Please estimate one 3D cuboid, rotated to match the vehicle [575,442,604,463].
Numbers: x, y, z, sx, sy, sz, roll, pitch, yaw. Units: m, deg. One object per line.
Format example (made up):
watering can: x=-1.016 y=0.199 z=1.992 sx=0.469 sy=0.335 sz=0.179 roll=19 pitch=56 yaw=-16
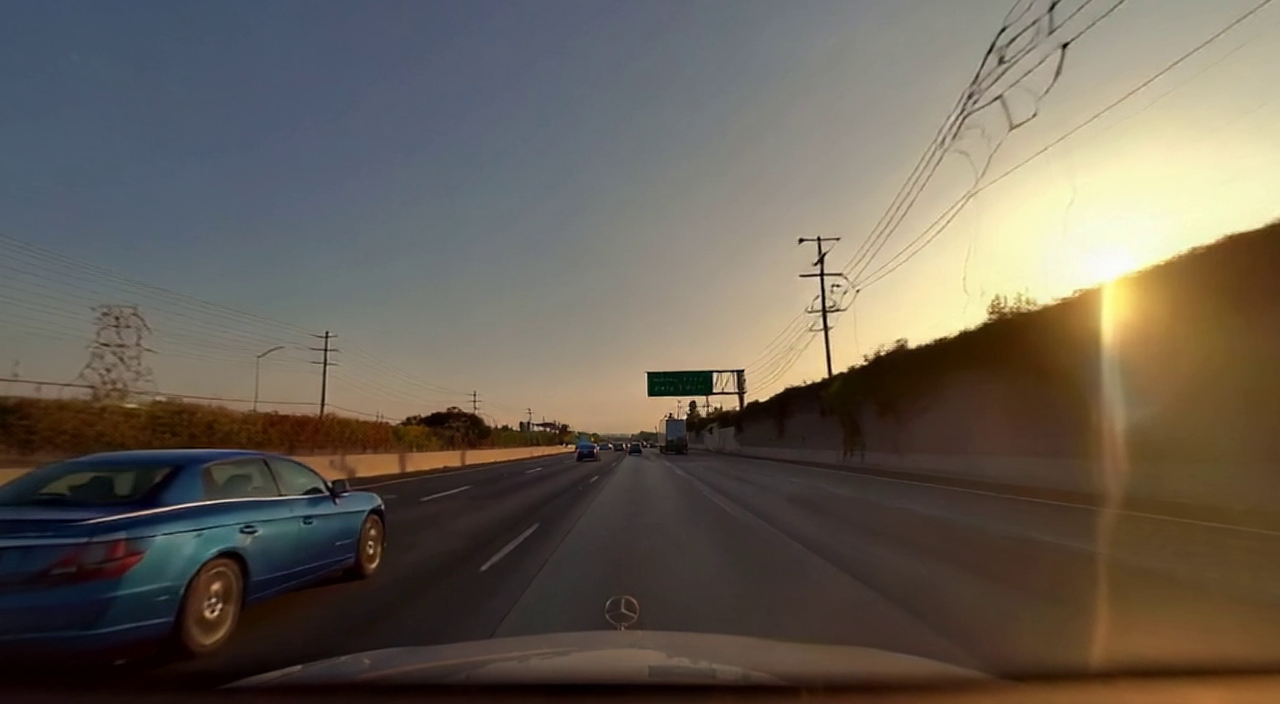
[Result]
vehicle: x=-3.938 y=7.943 z=49.965 sx=2.009 sy=1.533 sz=4.175 roll=0 pitch=-9 yaw=0
